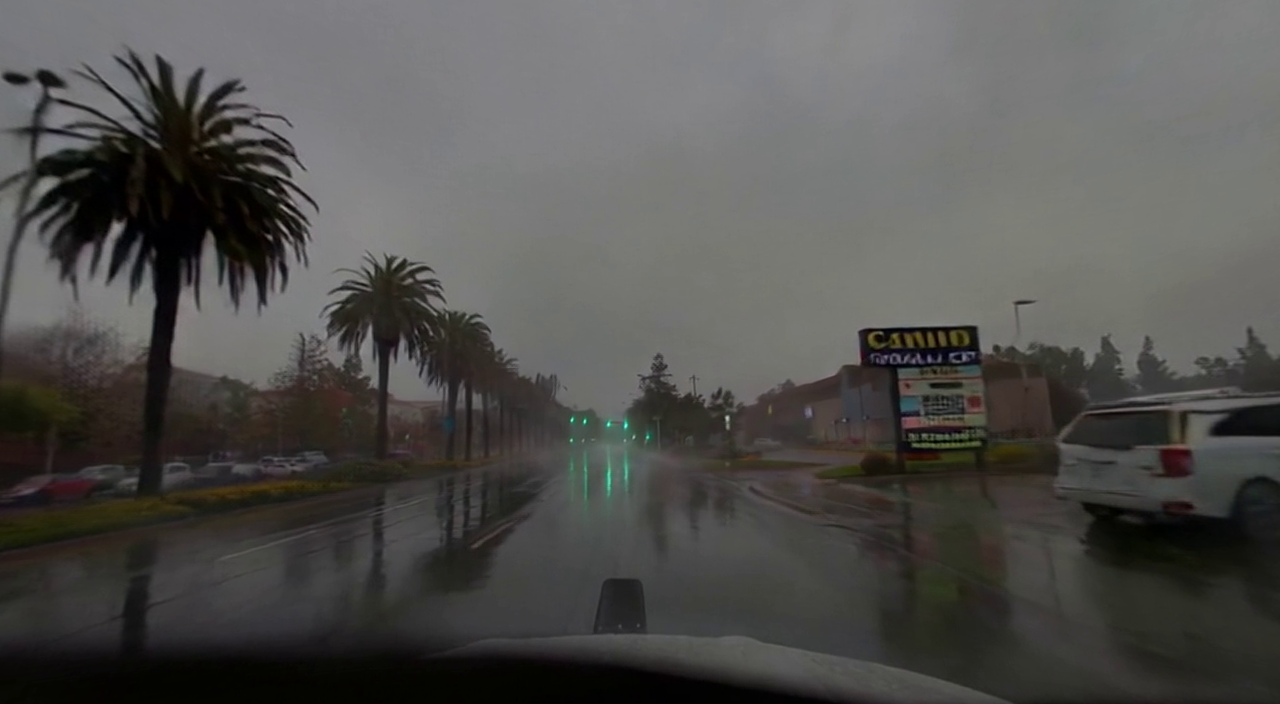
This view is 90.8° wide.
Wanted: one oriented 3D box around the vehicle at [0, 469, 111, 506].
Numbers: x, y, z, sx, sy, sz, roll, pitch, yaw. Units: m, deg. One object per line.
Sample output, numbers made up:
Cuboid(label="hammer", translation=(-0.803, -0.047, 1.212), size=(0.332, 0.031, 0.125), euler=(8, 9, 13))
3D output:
Cuboid(label="vehicle", translation=(-27.505, 6.265, 29.524), size=(1.909, 1.436, 4.443), euler=(0, -9, -4))

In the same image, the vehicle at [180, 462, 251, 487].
Cuboid(label="vehicle", translation=(-28.382, 8.185, 42.414), size=(1.807, 1.446, 4.605), euler=(0, -9, -3))

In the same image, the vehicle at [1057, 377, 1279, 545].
Cuboid(label="vehicle", translation=(8.982, 1.688, 10.208), size=(5.154, 2.026, 2.257), euler=(7, -12, -41))

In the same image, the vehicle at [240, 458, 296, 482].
Cuboid(label="vehicle", translation=(-28.650, 9.054, 48.797), size=(1.938, 1.667, 4.364), euler=(0, -9, -4))

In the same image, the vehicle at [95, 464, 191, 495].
Cuboid(label="vehicle", translation=(-27.823, 7.113, 35.585), size=(1.861, 1.474, 4.719), euler=(0, -9, -5))
